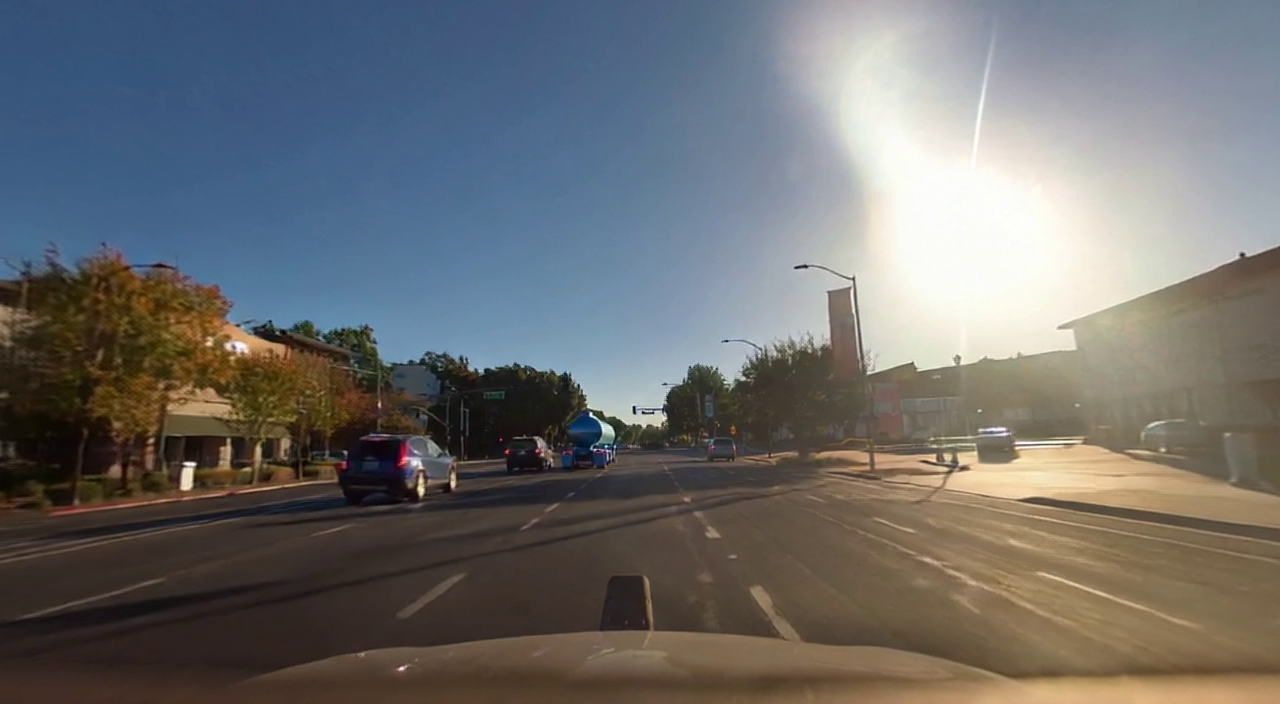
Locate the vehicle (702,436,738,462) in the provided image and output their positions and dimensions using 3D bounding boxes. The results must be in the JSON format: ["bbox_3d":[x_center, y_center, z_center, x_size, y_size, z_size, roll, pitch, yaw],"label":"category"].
[{"bbox_3d":[6.196,7.610,49.427,2.093,1.926,4.749,0,-8,-2],"label":"vehicle"}]

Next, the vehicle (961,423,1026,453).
[{"bbox_3d":[23.554,5.738,41.863,2.380,1.890,5.620,-8,-11,42],"label":"vehicle"}]

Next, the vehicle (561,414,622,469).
[{"bbox_3d":[-2.898,6.079,42.491,2.841,3.004,14.901,0,-8,1],"label":"vehicle"}]

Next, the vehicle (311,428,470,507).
[{"bbox_3d":[-6.262,2.949,16.562,2.179,1.750,4.621,0,-8,2],"label":"vehicle"}]

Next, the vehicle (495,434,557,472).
[{"bbox_3d":[-6.336,5.707,35.799,2.375,1.989,5.497,0,-8,1],"label":"vehicle"}]

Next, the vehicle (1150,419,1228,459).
[{"bbox_3d":[23.405,3.696,27.030,1.924,1.467,4.572,-9,-10,35],"label":"vehicle"}]
